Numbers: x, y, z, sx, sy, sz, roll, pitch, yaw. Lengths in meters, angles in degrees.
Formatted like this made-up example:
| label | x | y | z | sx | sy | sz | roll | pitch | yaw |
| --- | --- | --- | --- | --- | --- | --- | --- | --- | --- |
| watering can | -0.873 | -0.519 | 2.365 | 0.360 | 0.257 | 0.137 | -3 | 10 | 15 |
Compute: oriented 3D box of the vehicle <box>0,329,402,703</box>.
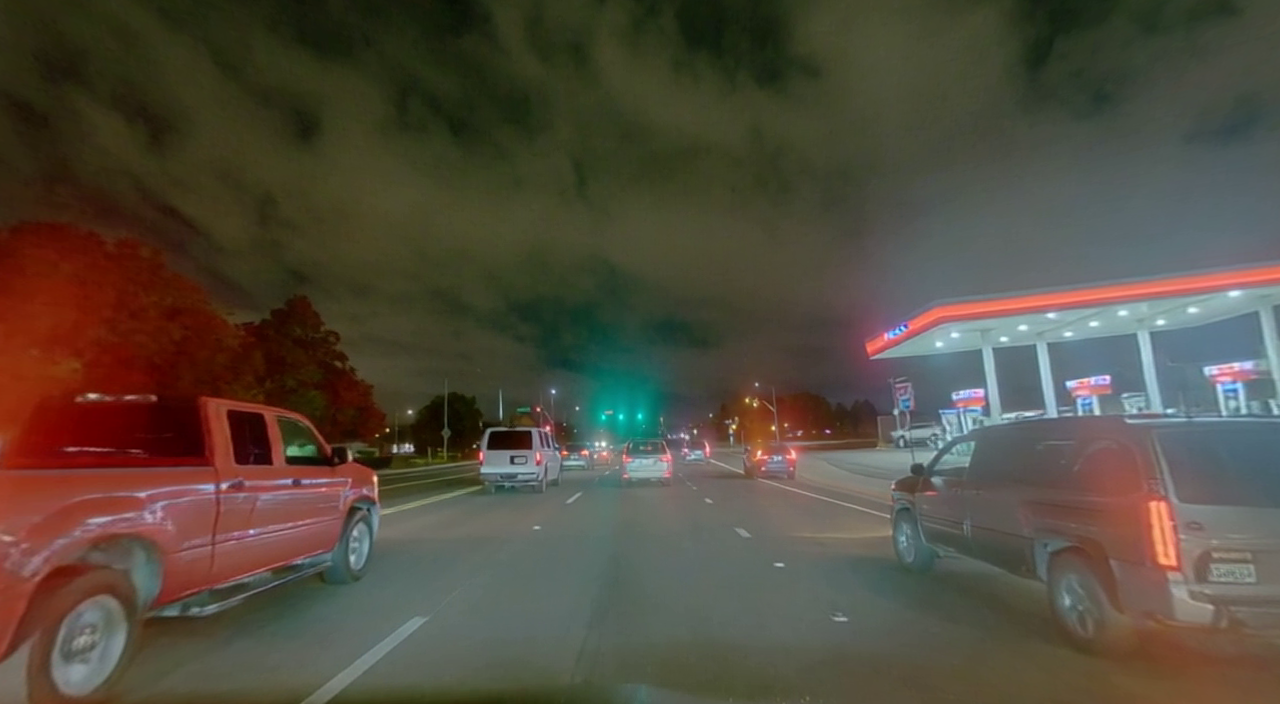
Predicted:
| label | x | y | z | sx | sy | sz | roll | pitch | yaw |
| --- | --- | --- | --- | --- | --- | --- | --- | --- | --- |
| vehicle | -3.498 | 0.989 | 3.806 | 2.002 | 1.747 | 5.173 | 0 | -8 | 1 |

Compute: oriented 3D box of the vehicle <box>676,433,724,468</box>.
| label | x | y | z | sx | sy | sz | roll | pitch | yaw |
| --- | --- | --- | --- | --- | --- | --- | --- | --- | --- |
| vehicle | 3.315 | 5.594 | 35.768 | 2.193 | 1.795 | 5.130 | 0 | -8 | 0 |

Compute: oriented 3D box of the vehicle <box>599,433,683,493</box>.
| label | x | y | z | sx | sy | sz | roll | pitch | yaw |
| --- | --- | --- | --- | --- | --- | --- | --- | --- | --- |
| vehicle | 0.049 | 3.621 | 20.947 | 2.426 | 1.703 | 5.602 | 0 | -8 | 0 |

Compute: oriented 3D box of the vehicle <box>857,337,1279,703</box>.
| label | x | y | z | sx | sy | sz | roll | pitch | yaw |
| --- | --- | --- | --- | --- | --- | --- | --- | --- | --- |
| vehicle | 3.602 | 1.170 | 4.893 | 2.055 | 1.786 | 4.817 | 0 | -8 | 0 |

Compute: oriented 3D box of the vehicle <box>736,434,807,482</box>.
| label | x | y | z | sx | sy | sz | roll | pitch | yaw |
| --- | --- | --- | --- | --- | --- | --- | --- | --- | --- |
| vehicle | 5.031 | 4.124 | 24.712 | 2.119 | 1.696 | 4.623 | -1 | -8 | 4 |

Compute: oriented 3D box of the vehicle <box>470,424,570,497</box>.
| label | x | y | z | sx | sy | sz | roll | pitch | yaw |
| --- | --- | --- | --- | --- | --- | --- | --- | --- | --- |
| vehicle | -3.510 | 3.293 | 19.479 | 2.025 | 1.936 | 4.995 | 0 | -8 | 1 |
